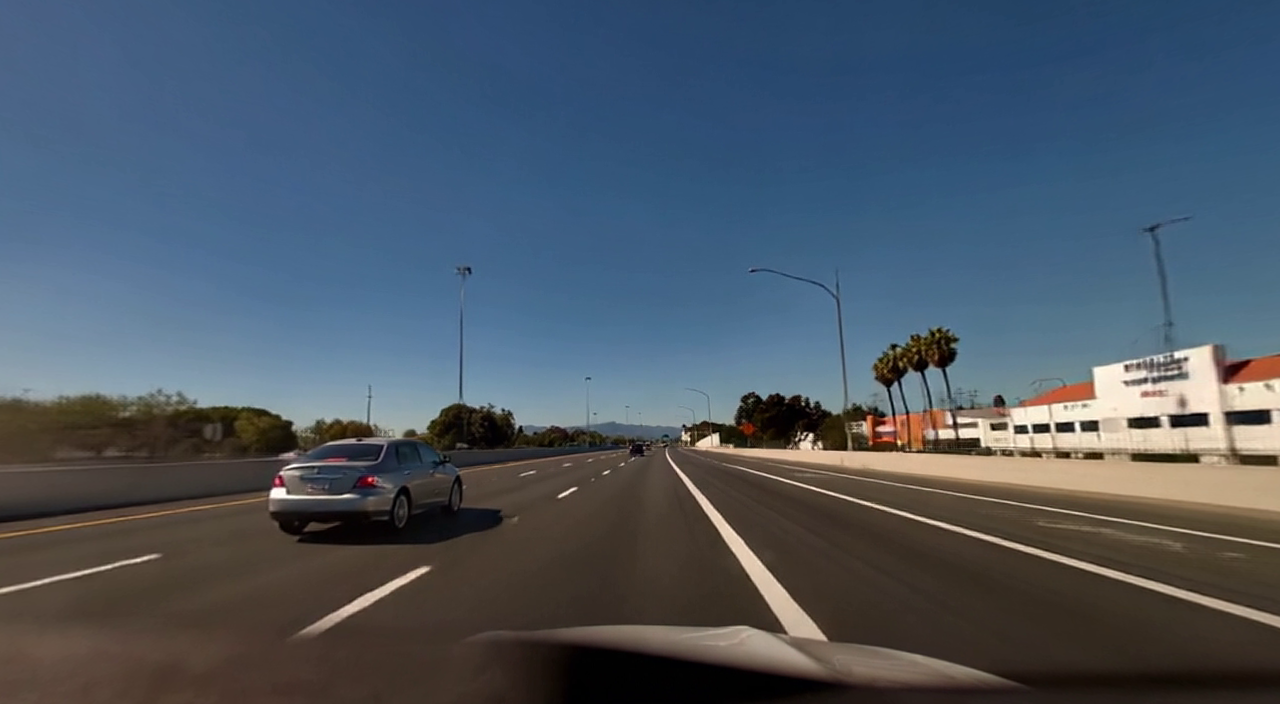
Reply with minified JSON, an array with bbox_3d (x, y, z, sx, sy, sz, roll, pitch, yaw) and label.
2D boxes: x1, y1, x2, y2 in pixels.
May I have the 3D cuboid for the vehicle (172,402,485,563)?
[{"bbox_3d":[-4.114,1.824,9.555,2.145,1.793,4.762,-1,-8,2],"label":"vehicle"}]
